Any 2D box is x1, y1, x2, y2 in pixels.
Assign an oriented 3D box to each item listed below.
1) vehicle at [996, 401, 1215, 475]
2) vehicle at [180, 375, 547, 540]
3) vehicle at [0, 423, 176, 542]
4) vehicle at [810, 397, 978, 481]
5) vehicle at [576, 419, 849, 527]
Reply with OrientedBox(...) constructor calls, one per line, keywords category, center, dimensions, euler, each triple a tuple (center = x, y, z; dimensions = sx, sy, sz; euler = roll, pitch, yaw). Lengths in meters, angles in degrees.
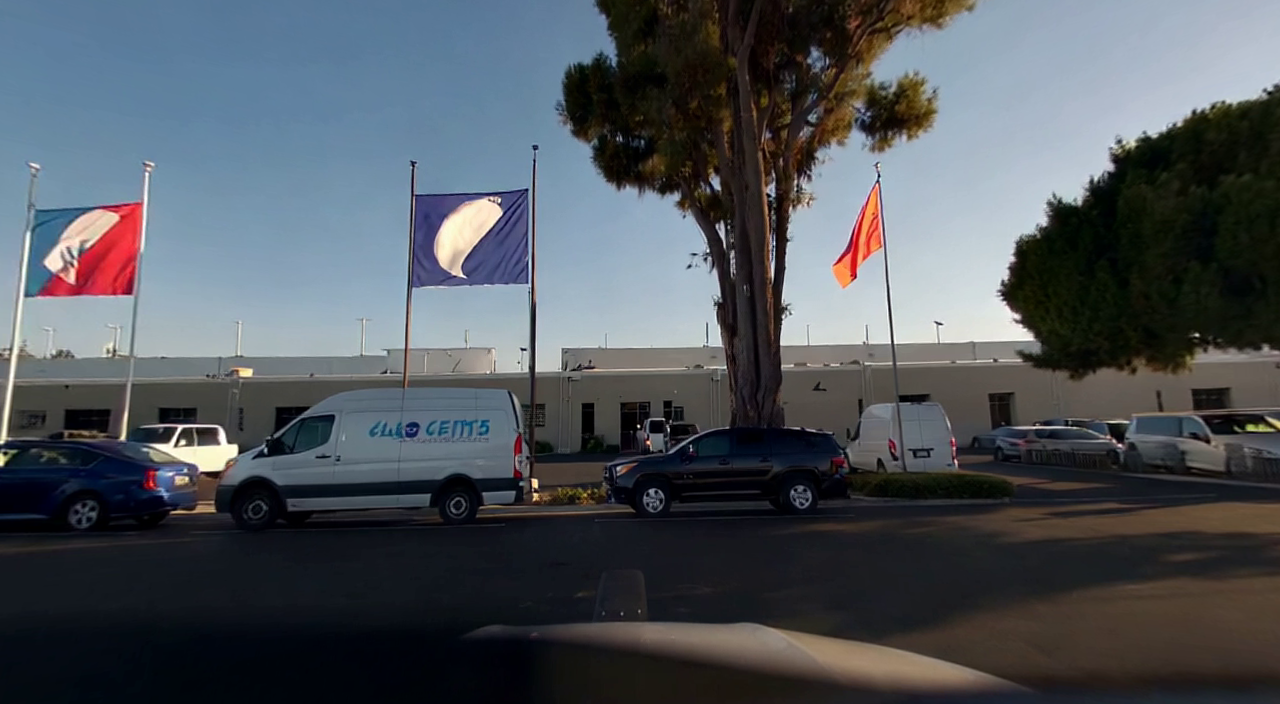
OrientedBox(category="vehicle", center=(15.823, 3.033, 22.262), dimensions=(2.228, 2.126, 6.632), euler=(-1, -8, -5))
OrientedBox(category="vehicle", center=(-4.825, 1.950, 12.090), dimensions=(5.899, 2.757, 2.257), euler=(1, -8, -6))
OrientedBox(category="vehicle", center=(-12.561, 2.313, 11.450), dimensions=(6.311, 1.951, 2.161), euler=(1, -8, -6))
OrientedBox(category="vehicle", center=(7.986, 2.887, 20.814), dimensions=(2.491, 2.324, 5.986), euler=(1, -8, -6))
OrientedBox(category="vehicle", center=(1.278, 2.331, 12.563), dimensions=(4.992, 1.894, 2.043), euler=(1, -8, -7))
